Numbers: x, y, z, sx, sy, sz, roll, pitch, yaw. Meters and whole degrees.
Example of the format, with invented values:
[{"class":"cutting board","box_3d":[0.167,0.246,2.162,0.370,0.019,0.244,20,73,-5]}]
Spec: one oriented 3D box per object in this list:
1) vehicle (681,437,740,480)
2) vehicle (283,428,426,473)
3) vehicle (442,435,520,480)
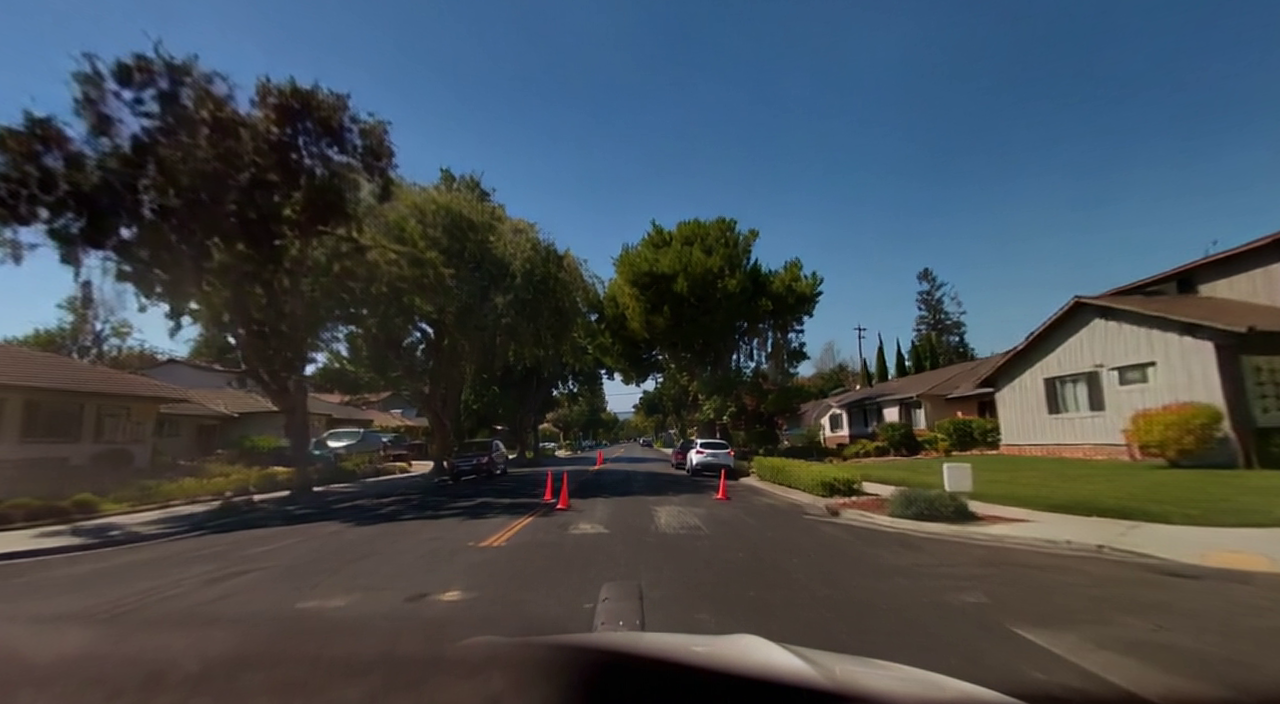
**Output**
[{"class":"vehicle","box_3d":[2.956,4.551,27.233,1.896,1.602,4.571,3,-8,-1]},{"class":"vehicle","box_3d":[-15.450,5.378,34.557,6.526,2.046,2.522,3,-8,-2]},{"class":"vehicle","box_3d":[-7.353,4.983,29.852,2.266,1.877,5.167,-1,-9,1]}]
